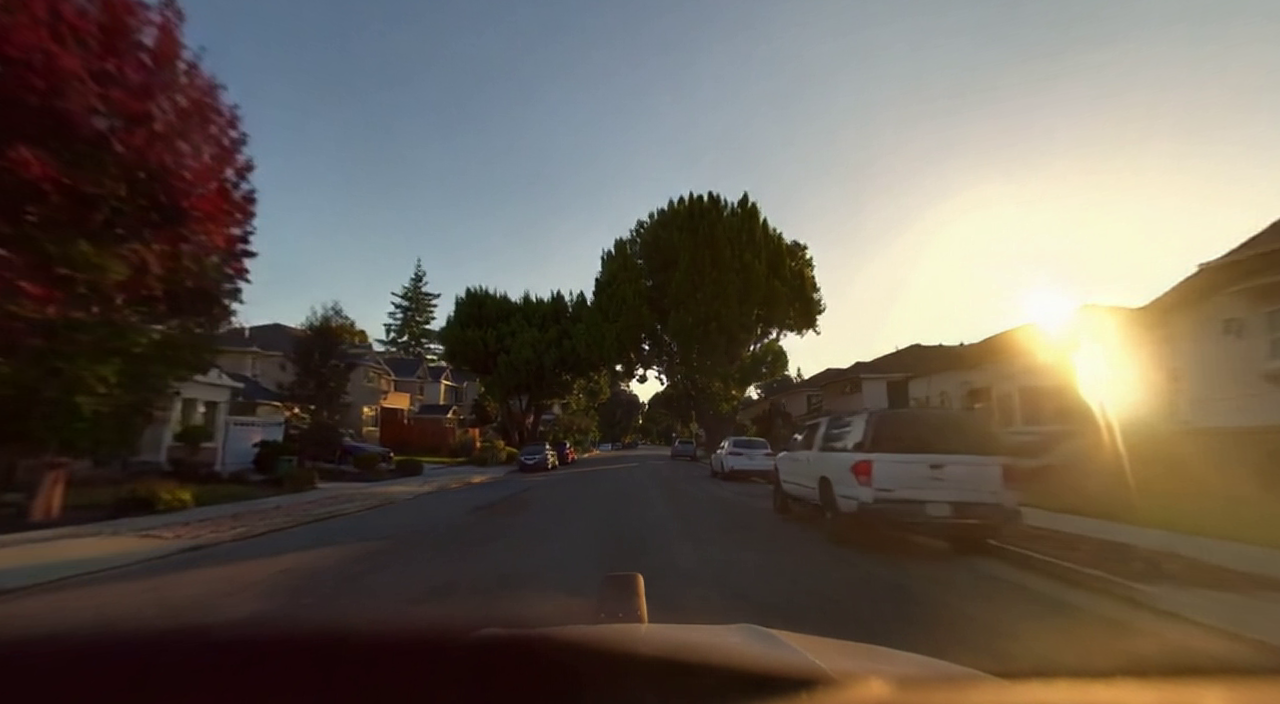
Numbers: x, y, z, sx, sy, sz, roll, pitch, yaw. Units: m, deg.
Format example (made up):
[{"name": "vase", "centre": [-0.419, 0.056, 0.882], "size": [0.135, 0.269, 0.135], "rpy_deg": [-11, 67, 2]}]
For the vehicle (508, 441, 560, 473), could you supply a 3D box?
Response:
[{"name": "vehicle", "centre": [-5.785, 5.783, 35.048], "size": [2.027, 1.544, 4.959], "rpy_deg": [0, -7, 0]}]

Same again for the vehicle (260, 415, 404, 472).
[{"name": "vehicle", "centre": [-13.029, 3.870, 26.844], "size": [4.837, 1.897, 2.228], "rpy_deg": [4, -8, 5]}]

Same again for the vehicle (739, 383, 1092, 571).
[{"name": "vehicle", "centre": [3.830, 1.968, 11.056], "size": [2.952, 2.216, 7.033], "rpy_deg": [0, -8, -1]}]
